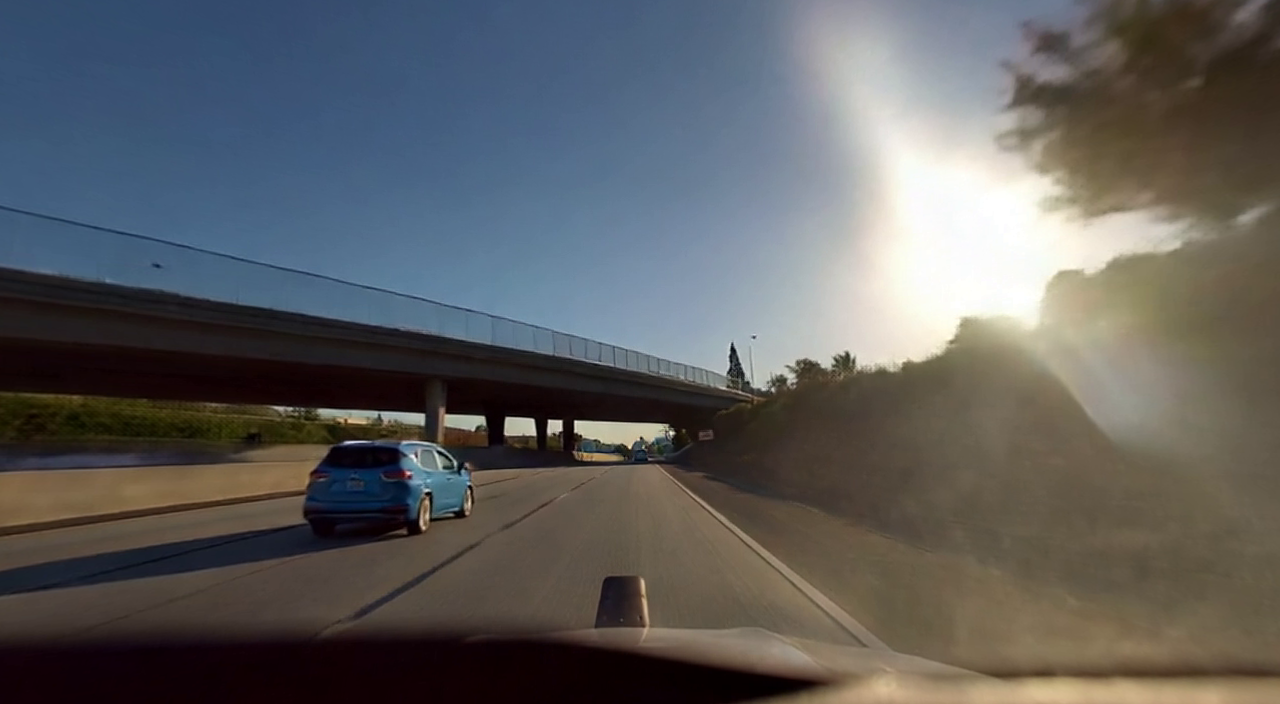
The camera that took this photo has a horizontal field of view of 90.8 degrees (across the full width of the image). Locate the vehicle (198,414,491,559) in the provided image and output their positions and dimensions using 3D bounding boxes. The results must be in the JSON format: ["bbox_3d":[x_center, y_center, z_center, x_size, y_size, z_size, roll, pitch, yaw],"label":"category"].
[{"bbox_3d":[-4.216,2.028,10.284,2.272,1.759,5.058,0,-9,0],"label":"vehicle"}]
